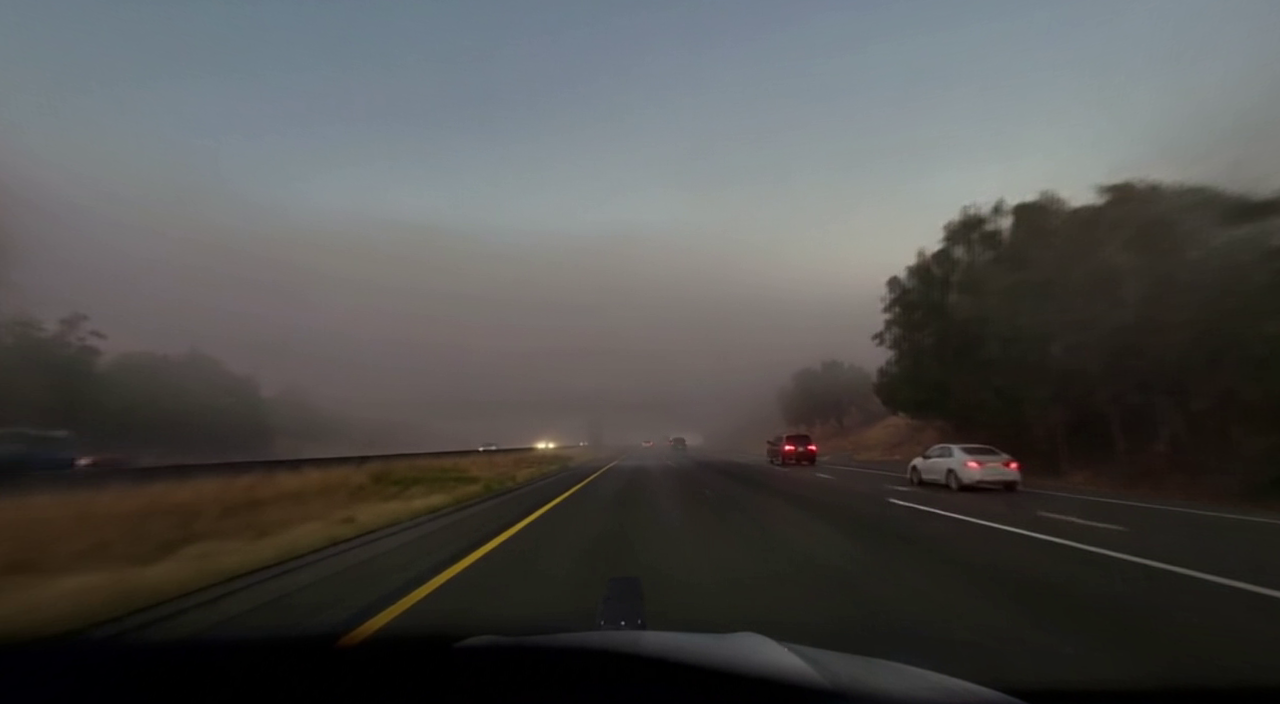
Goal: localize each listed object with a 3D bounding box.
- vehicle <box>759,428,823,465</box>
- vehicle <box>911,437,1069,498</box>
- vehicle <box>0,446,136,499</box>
[{"bbox_3d":[8.936,5.670,37.698,2.362,2.037,5.409,0,-8,-1],"label":"vehicle"},{"bbox_3d":[9.515,3.139,17.508,1.927,1.472,4.076,0,-8,-2],"label":"vehicle"},{"bbox_3d":[-21.122,4.262,22.661,1.988,1.665,4.631,0,-8,0],"label":"vehicle"}]
